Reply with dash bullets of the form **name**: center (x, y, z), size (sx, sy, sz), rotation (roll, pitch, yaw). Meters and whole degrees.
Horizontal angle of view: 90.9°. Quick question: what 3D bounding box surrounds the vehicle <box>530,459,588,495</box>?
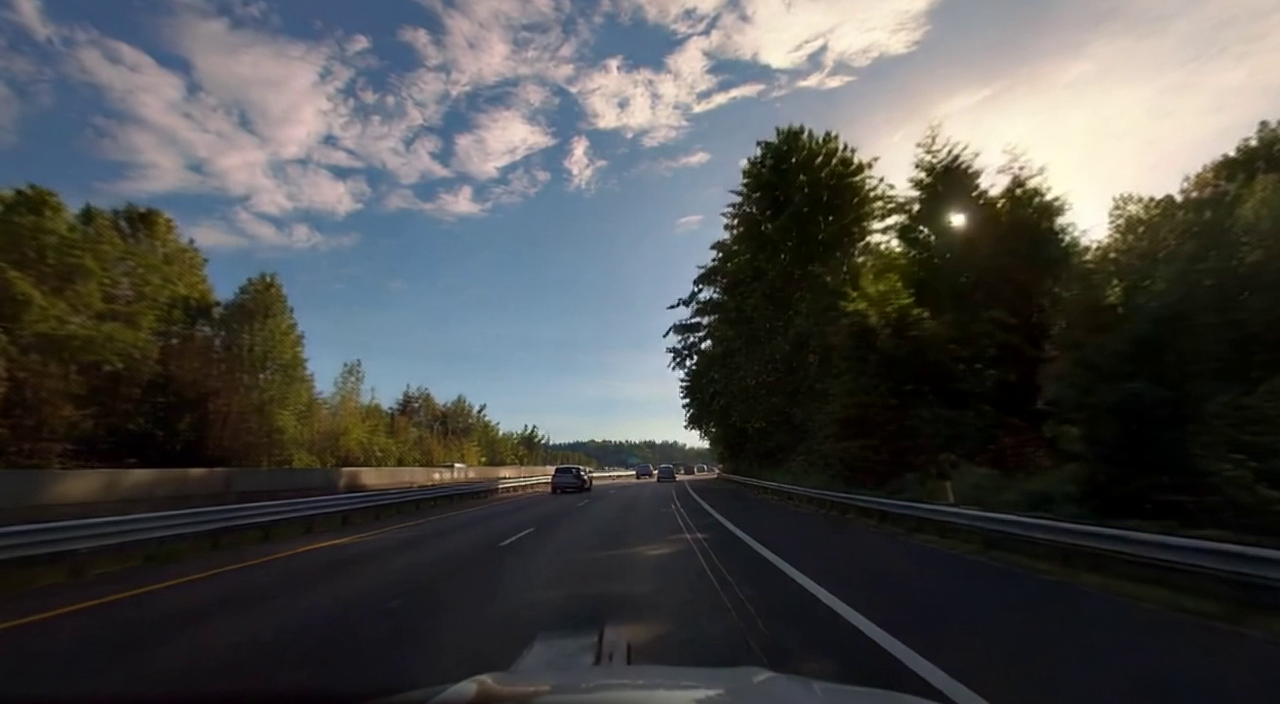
- **vehicle**: center (-3.810, 6.034, 30.529), size (2.063, 1.556, 4.740), rotation (1, -10, 1)

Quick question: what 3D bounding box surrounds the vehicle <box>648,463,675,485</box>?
- **vehicle**: center (1.646, 9.461, 49.054), size (2.000, 1.594, 3.996), rotation (1, -10, 2)
